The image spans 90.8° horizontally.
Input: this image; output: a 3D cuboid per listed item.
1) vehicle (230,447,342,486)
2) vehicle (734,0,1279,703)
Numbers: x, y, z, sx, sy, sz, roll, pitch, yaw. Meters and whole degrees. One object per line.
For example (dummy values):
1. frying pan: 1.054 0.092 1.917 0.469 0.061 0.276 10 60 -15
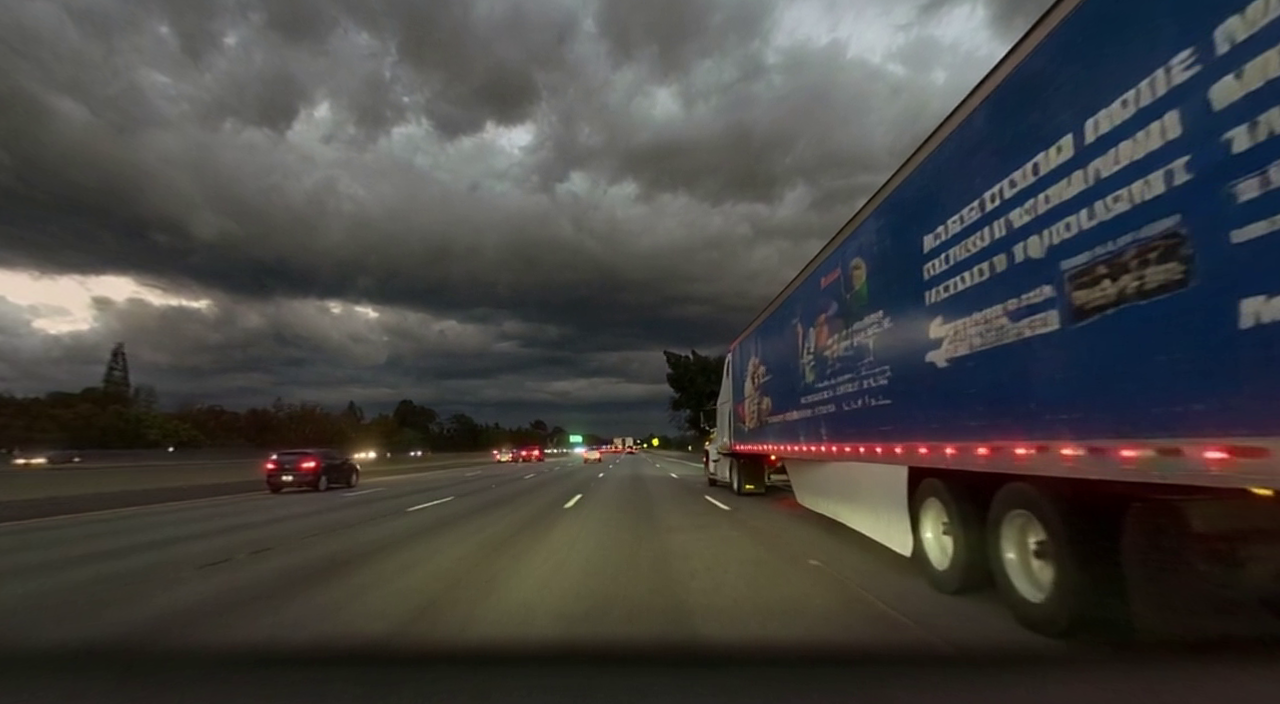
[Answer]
1. vehicle: -14.706 4.741 26.609 1.982 1.471 4.747 0 -9 0
2. vehicle: 4.217 0.628 9.060 3.140 4.100 15.551 0 -9 -1
